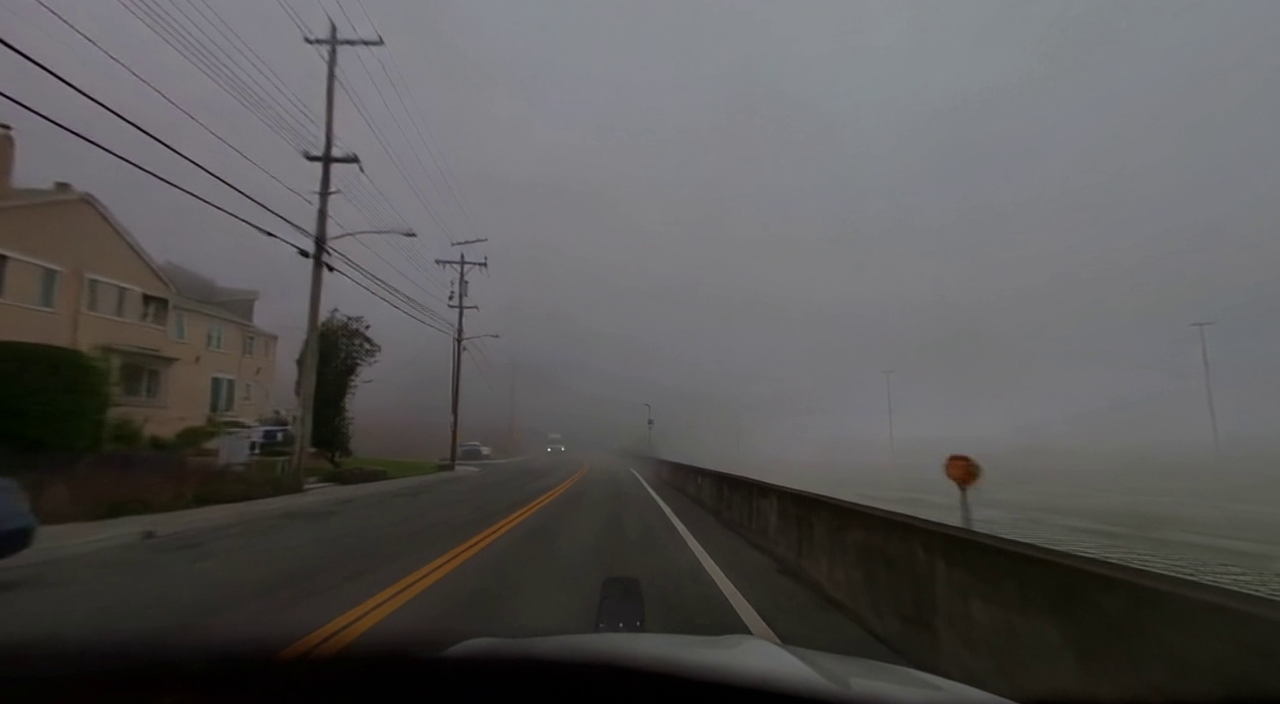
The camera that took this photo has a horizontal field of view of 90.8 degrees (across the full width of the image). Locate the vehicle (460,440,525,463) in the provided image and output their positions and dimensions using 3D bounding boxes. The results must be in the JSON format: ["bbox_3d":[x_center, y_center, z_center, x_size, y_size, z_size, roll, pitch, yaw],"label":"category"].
[{"bbox_3d":[-11.309,7.657,48.560,4.500,1.674,1.915,8,-12,-44],"label":"vehicle"}]
